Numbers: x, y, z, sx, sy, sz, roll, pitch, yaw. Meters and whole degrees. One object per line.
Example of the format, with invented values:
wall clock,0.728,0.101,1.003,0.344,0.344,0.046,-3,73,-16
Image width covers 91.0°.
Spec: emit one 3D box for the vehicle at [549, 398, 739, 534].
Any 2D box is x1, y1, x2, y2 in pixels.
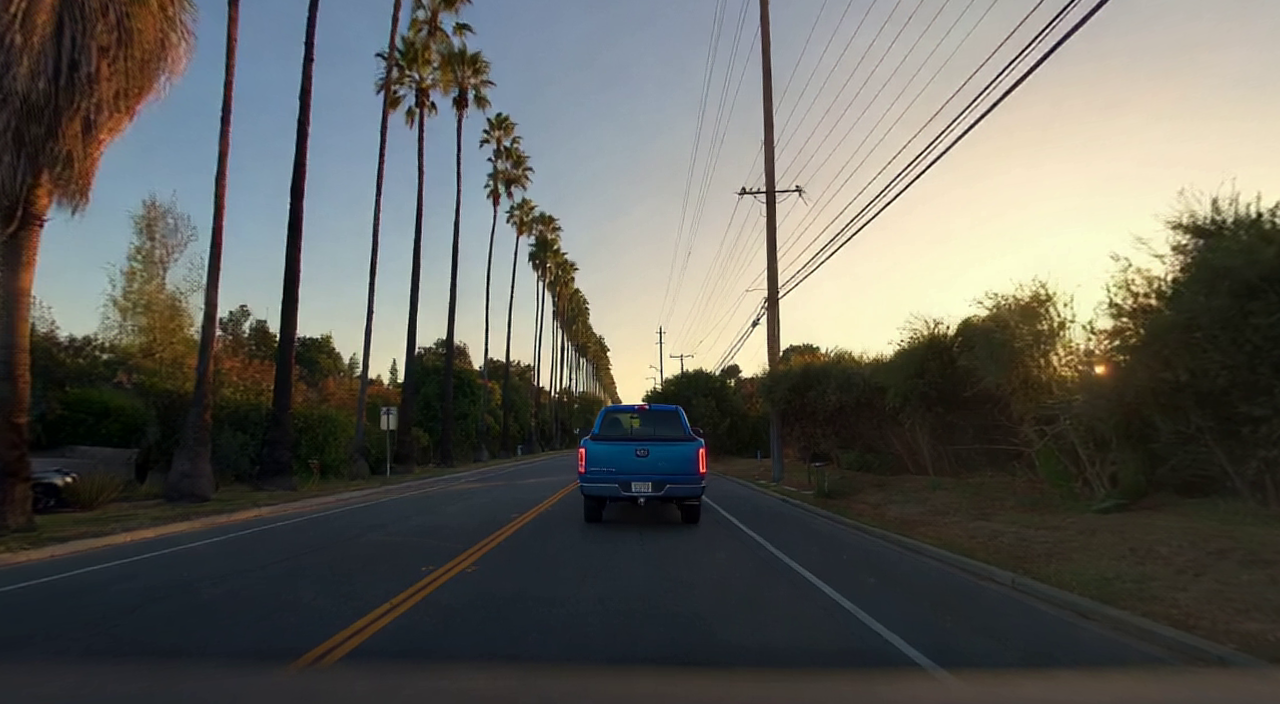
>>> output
vehicle,0.022,2.129,12.332,2.803,2.005,5.885,0,-8,-1
